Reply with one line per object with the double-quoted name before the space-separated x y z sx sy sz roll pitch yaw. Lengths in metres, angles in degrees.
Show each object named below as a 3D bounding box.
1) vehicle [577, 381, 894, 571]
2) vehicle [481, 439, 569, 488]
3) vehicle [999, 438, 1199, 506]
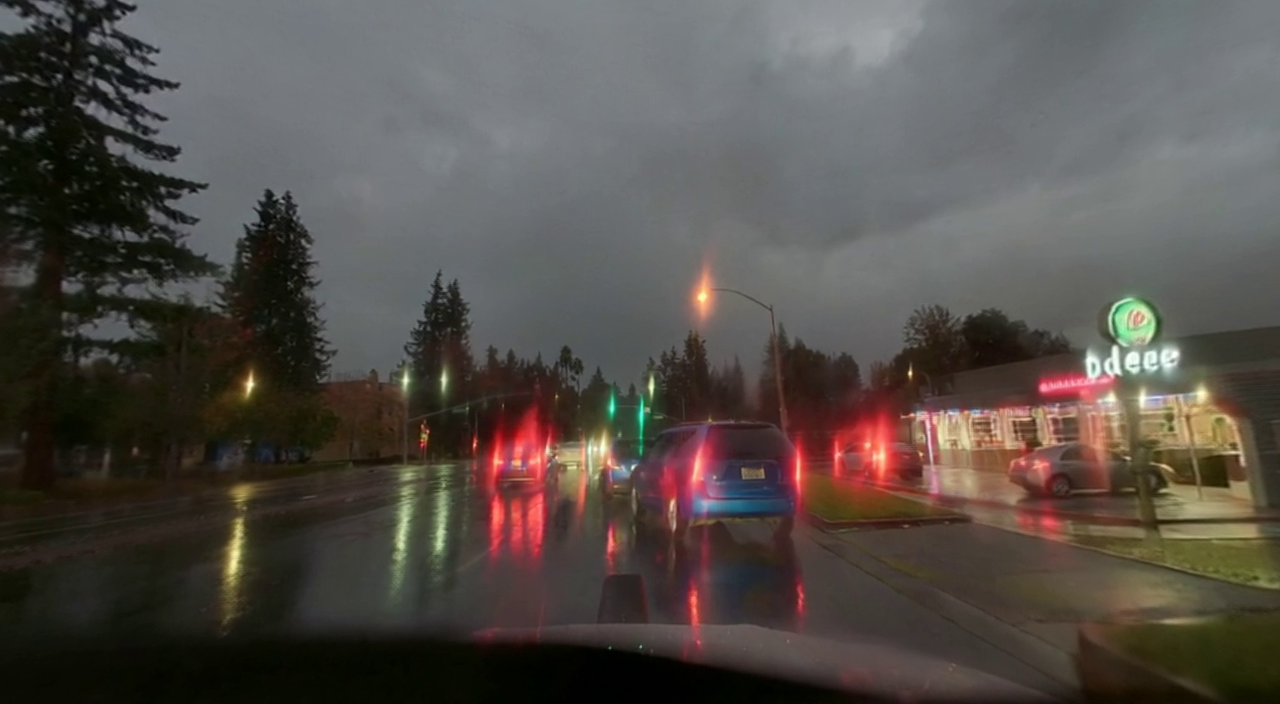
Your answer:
"vehicle" 0.987 1.653 9.093 2.052 1.955 4.642 5 -10 -29
"vehicle" -3.722 3.689 21.178 2.026 1.466 4.282 0 -8 2
"vehicle" 12.245 3.201 16.960 3.871 1.525 1.835 -3 -9 0
